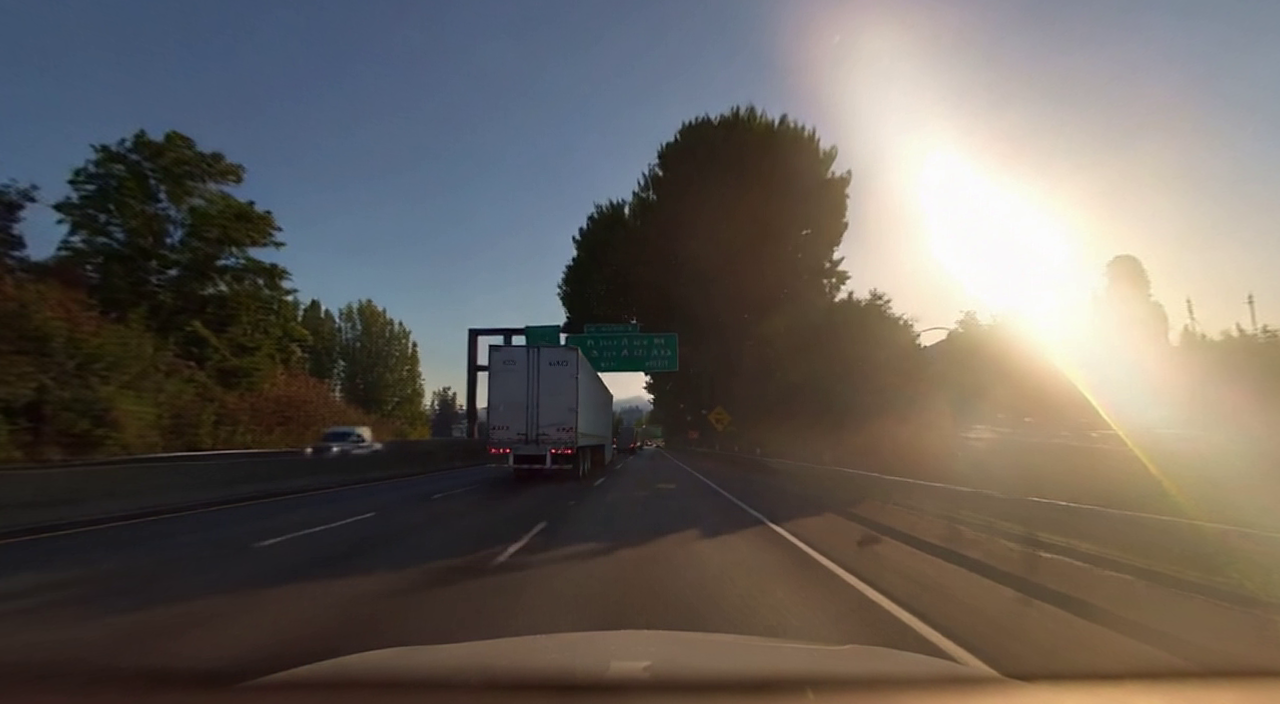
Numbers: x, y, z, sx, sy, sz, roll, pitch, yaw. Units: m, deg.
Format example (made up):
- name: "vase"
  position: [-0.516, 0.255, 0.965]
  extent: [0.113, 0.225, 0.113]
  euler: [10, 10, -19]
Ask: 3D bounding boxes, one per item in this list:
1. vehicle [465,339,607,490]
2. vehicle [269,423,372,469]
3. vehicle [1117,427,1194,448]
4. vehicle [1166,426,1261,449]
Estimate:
- name: "vehicle"
  position: [-3.166, 2.695, 24.126]
  extent: [2.947, 4.051, 14.256]
  euler: [-1, -8, 0]
- name: "vehicle"
  position: [-14.460, 4.307, 28.829]
  extent: [2.131, 1.914, 4.745]
  euler: [0, -8, 1]
- name: "vehicle"
  position: [37.567, 6.247, 45.880]
  extent: [3.971, 1.532, 1.788]
  euler: [0, -8, 3]
- name: "vehicle"
  position: [37.414, 5.597, 41.108]
  extent: [4.327, 1.491, 1.869]
  euler: [0, -8, 1]
